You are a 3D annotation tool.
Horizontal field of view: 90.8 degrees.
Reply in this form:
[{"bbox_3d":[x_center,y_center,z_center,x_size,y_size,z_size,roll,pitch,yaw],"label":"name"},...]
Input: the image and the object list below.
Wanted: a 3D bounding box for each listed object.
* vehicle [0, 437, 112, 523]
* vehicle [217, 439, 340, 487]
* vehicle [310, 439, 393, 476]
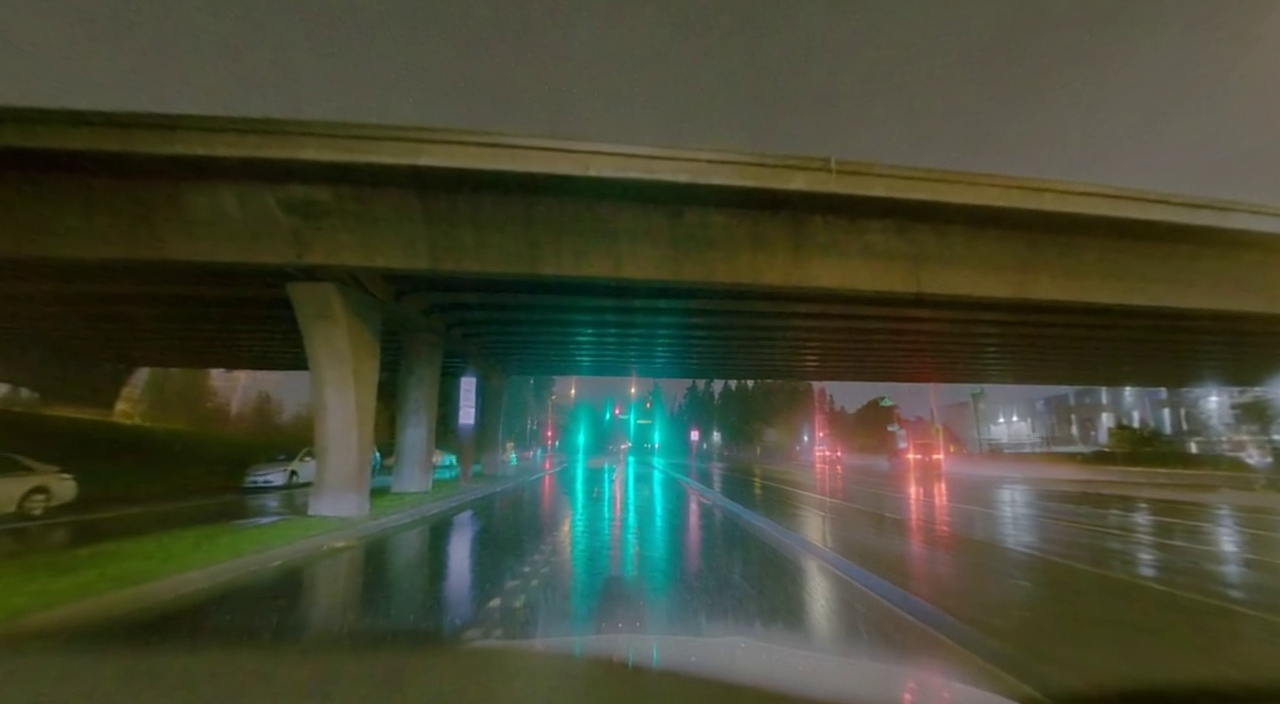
[{"bbox_3d":[-12.931,2.367,11.610,2.074,1.529,5.079,1,-8,0],"label":"vehicle"},{"bbox_3d":[-13.044,4.006,23.196,1.907,1.553,4.683,0,-8,-2],"label":"vehicle"},{"bbox_3d":[-13.335,4.909,29.535,1.961,1.576,4.131,0,-8,-1],"label":"vehicle"}]
